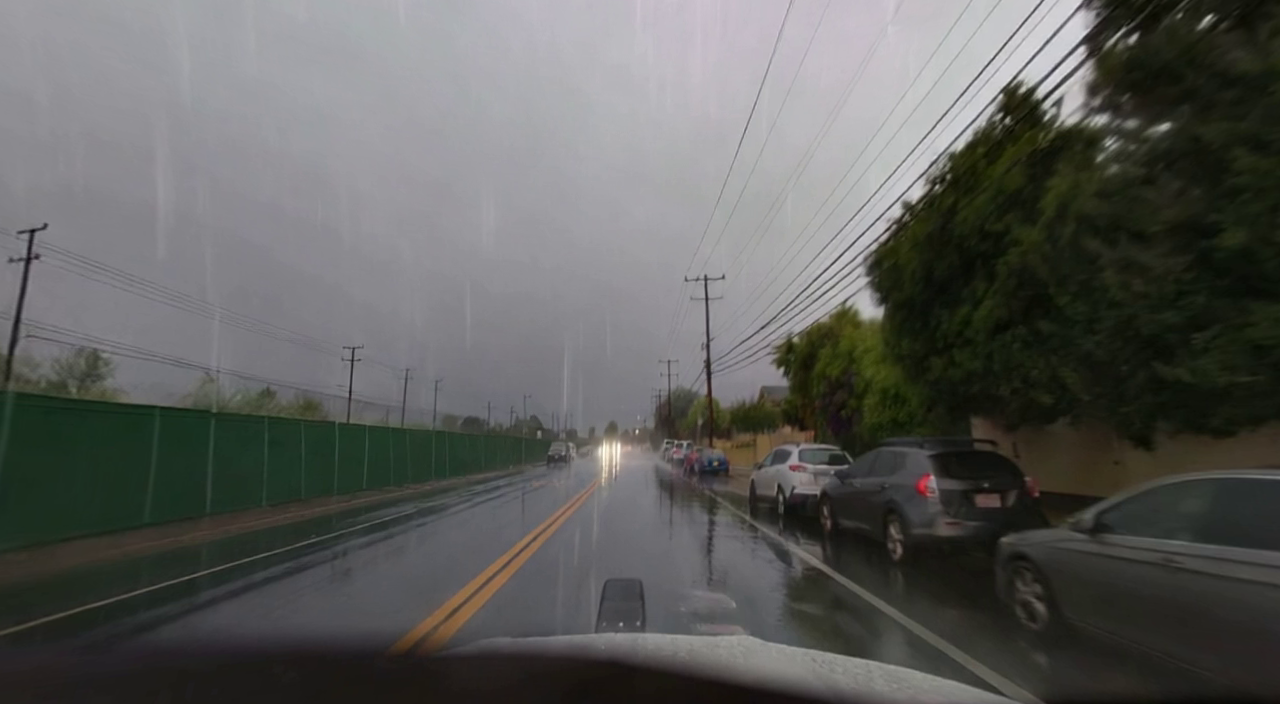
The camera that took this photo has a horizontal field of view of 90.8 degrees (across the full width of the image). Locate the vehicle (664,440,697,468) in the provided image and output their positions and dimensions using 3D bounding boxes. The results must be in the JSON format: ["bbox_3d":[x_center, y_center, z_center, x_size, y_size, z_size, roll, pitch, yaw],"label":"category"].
[{"bbox_3d":[3.105,7.950,49.233,2.053,2.005,5.495,0,-9,-1],"label":"vehicle"}]

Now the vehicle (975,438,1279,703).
[{"bbox_3d":[3.568,1.082,2.720,1.921,1.406,4.370,0,-9,1],"label":"vehicle"}]

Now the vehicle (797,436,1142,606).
[{"bbox_3d":[3.411,1.801,7.732,1.812,1.454,4.395,0,-9,0],"label":"vehicle"}]

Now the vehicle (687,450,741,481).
[{"bbox_3d":[3.456,5.372,30.240,1.984,1.342,4.066,0,-9,-1],"label":"vehicle"}]
